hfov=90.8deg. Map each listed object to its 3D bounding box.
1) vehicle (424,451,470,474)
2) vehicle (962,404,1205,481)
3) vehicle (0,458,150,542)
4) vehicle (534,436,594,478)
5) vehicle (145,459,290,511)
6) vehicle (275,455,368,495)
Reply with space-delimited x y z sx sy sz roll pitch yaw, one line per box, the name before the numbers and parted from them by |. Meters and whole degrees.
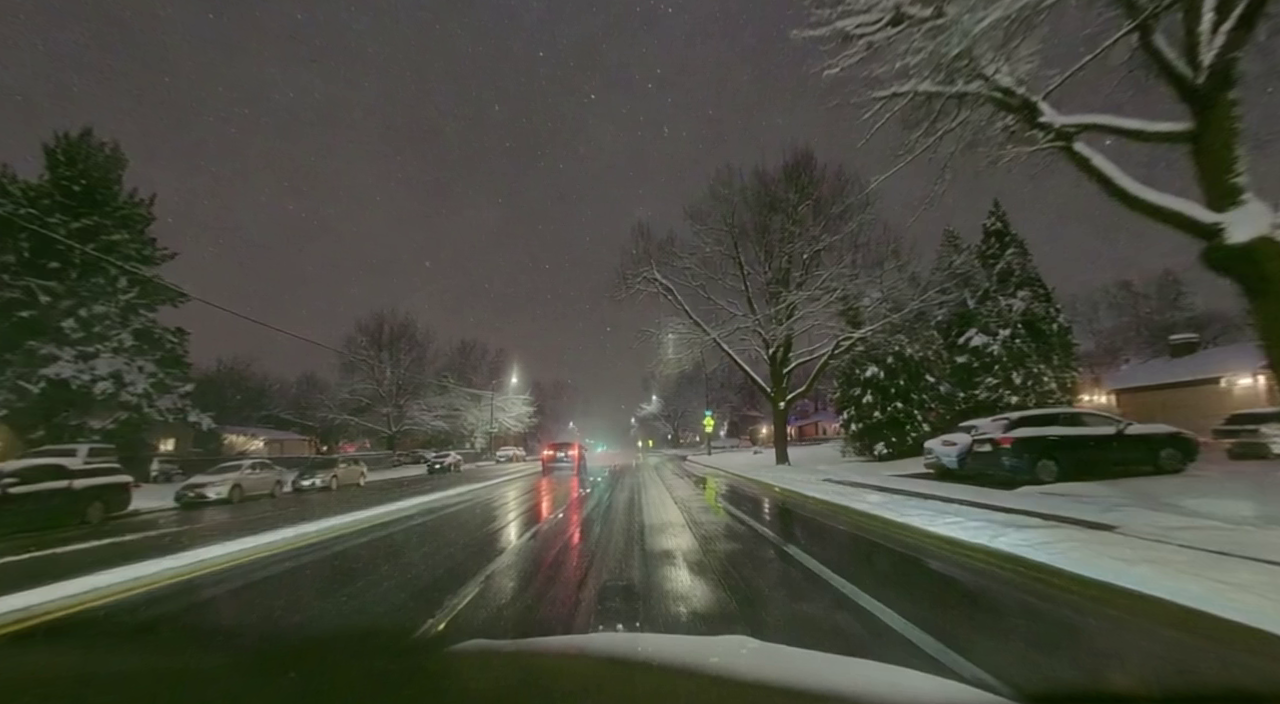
vehicle | -13.963 8.012 45.976 1.900 1.494 4.730 0 -8 0
vehicle | 10.954 2.270 15.894 4.471 1.780 2.190 0 -8 -3
vehicle | -14.010 3.300 14.234 1.997 1.663 5.013 -3 -9 -1
vehicle | -3.279 4.626 28.098 2.135 1.731 4.232 0 -8 0
vehicle | -14.070 4.413 21.435 1.856 1.477 4.574 -3 -10 -1
vehicle | -13.827 5.332 27.719 1.884 1.509 4.110 0 -8 1
